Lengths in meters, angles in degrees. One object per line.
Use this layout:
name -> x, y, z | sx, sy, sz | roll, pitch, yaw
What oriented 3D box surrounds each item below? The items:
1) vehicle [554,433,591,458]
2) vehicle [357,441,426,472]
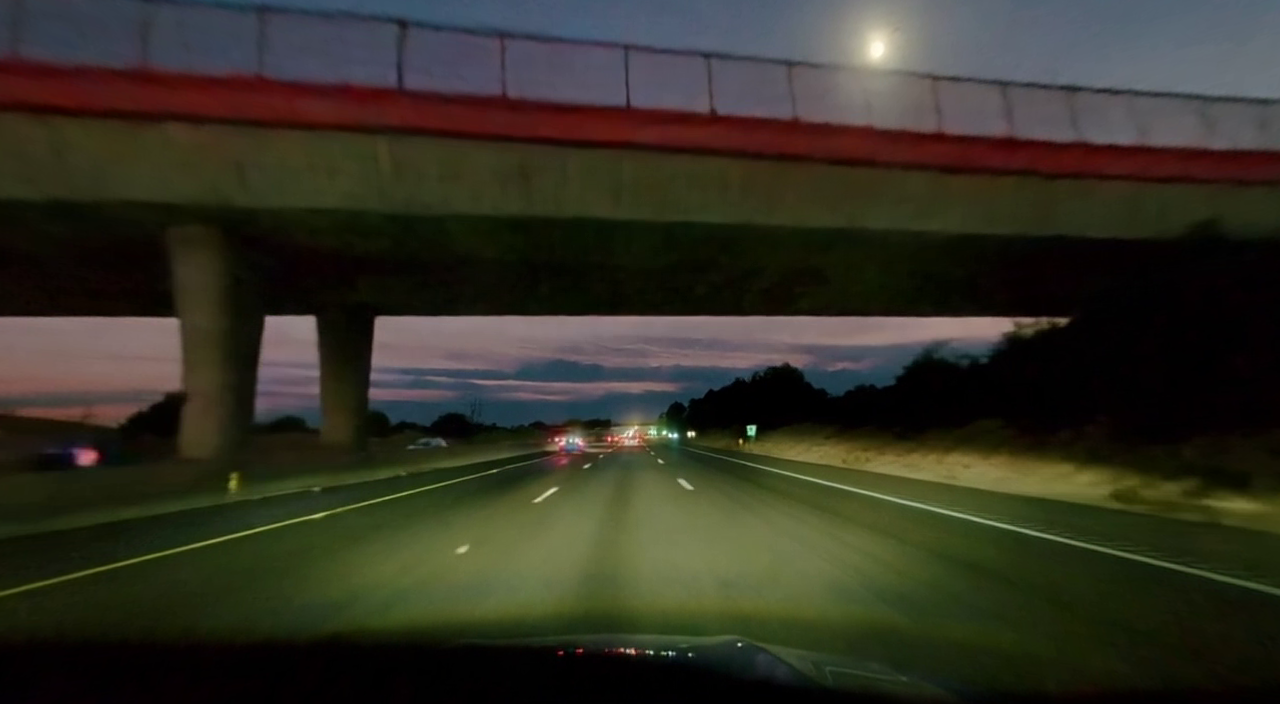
vehicle -> -4.492, 6.300, 42.606 | 2.074, 1.535, 4.437 | 0, -8, 0
vehicle -> -12.608, 5.306, 32.260 | 1.810, 1.449, 4.182 | 0, -8, 1
